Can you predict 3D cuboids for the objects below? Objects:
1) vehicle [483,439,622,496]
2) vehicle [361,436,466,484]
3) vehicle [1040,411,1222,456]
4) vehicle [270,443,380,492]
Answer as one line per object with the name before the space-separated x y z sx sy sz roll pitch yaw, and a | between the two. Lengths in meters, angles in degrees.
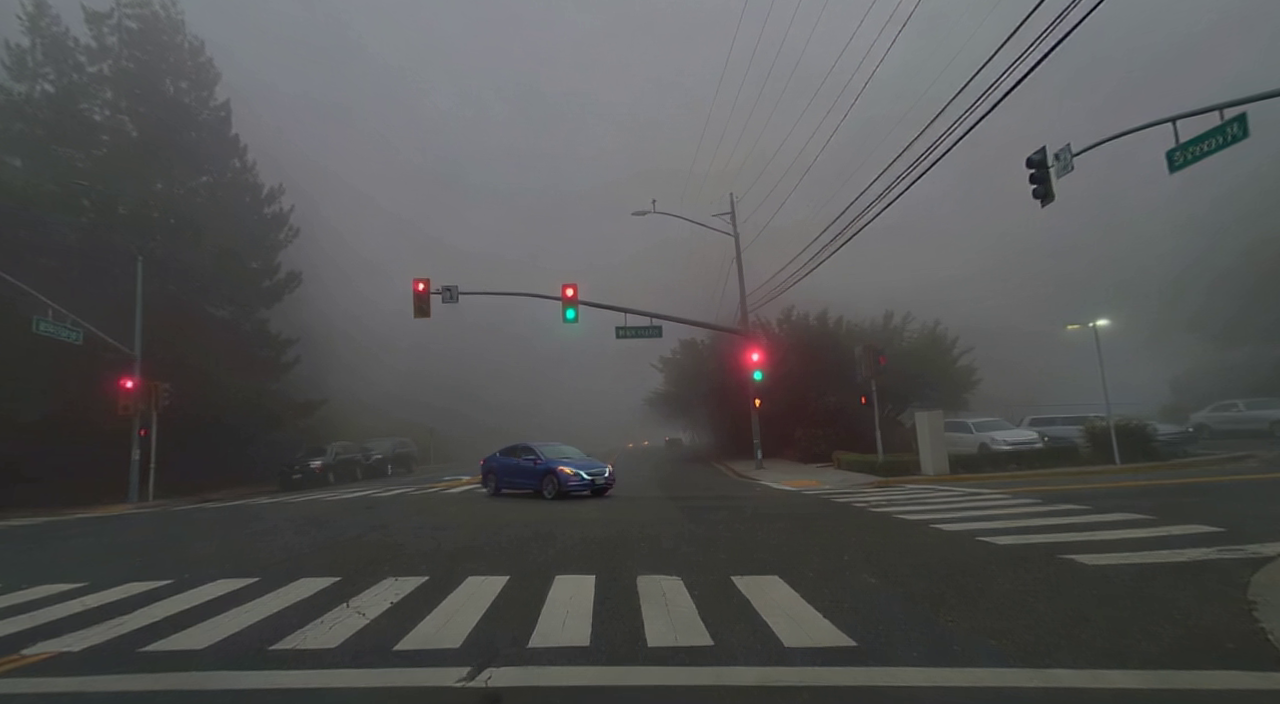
vehicle | -2.752 3.410 19.067 2.071 1.470 4.592 7 -11 -38
vehicle | -10.154 4.913 28.982 2.664 1.940 5.702 0 -9 0
vehicle | 16.948 2.901 22.112 4.560 1.453 1.851 -3 -9 18
vehicle | -13.771 5.057 28.047 2.306 1.957 4.968 0 -9 -1
